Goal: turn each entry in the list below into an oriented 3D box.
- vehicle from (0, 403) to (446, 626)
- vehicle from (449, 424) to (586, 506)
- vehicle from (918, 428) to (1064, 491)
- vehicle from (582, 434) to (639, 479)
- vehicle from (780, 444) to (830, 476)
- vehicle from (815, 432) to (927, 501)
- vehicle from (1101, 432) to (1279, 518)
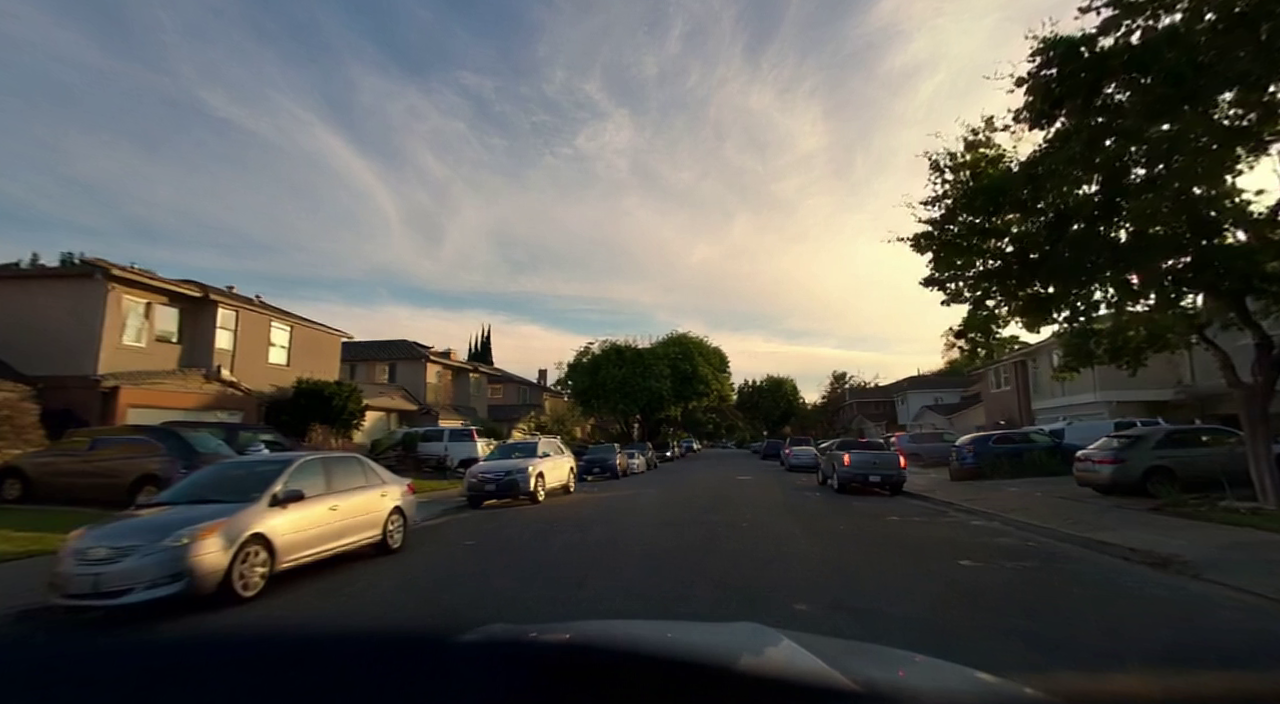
[{"bbox_3d":[-4.404,1.788,7.680,2.035,1.719,4.749,-6,-11,7],"label":"vehicle"},{"bbox_3d":[-3.181,3.214,17.921,2.319,1.902,5.526,-2,-10,5],"label":"vehicle"},{"bbox_3d":[11.376,3.588,21.003,2.285,1.833,4.853,-1,-10,4],"label":"vehicle"},{"bbox_3d":[-1.257,4.830,28.956,2.007,1.861,4.101,0,-11,6],"label":"vehicle"},{"bbox_3d":[8.843,5.789,34.252,1.850,1.516,5.066,-1,-8,6],"label":"vehicle"},{"bbox_3d":[7.275,3.646,20.632,2.201,1.896,5.632,-1,-8,8],"label":"vehicle"},{"bbox_3d":[12.176,2.340,12.331,4.611,1.510,1.962,-2,-8,8],"label":"vehicle"}]
